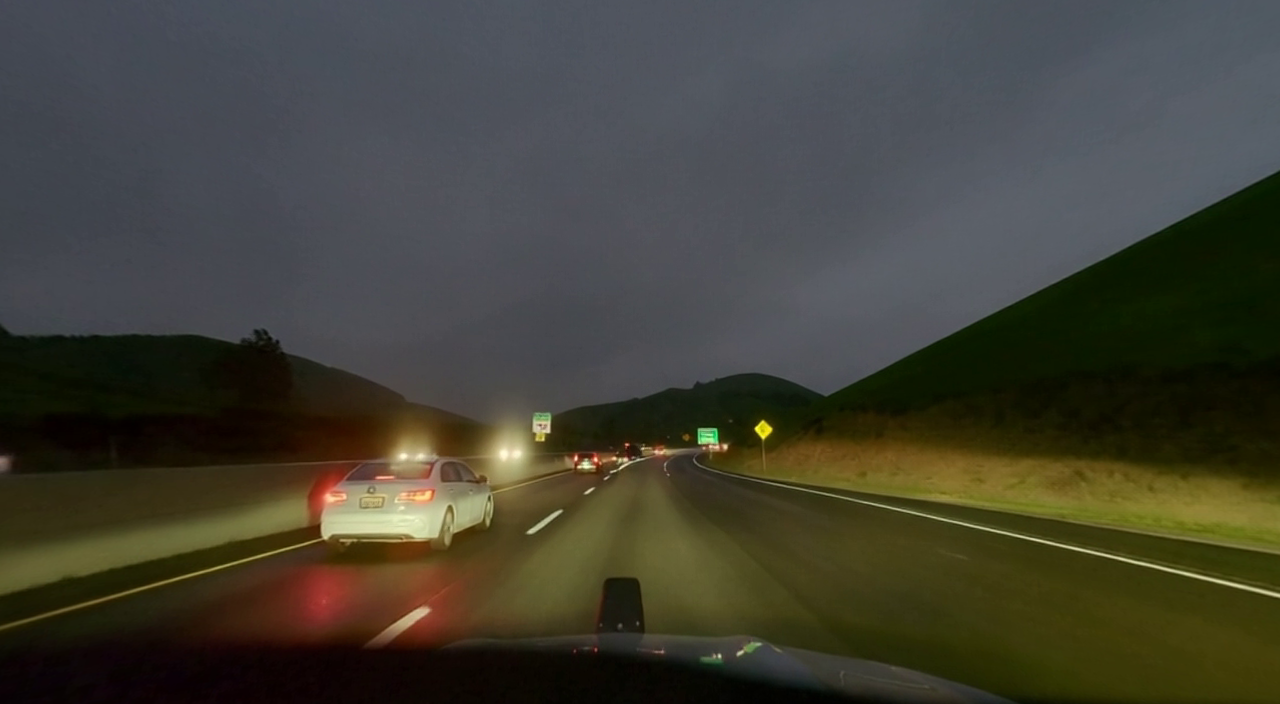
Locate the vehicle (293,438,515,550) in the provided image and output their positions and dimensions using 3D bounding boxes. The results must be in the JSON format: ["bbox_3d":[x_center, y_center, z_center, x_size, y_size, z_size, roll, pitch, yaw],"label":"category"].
[{"bbox_3d":[-3.558,2.228,10.614,1.988,1.440,4.504,0,-9,0],"label":"vehicle"}]

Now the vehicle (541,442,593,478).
[{"bbox_3d":[-3.620,5.456,32.097,2.073,1.694,4.162,-1,-9,1],"label":"vehicle"}]
